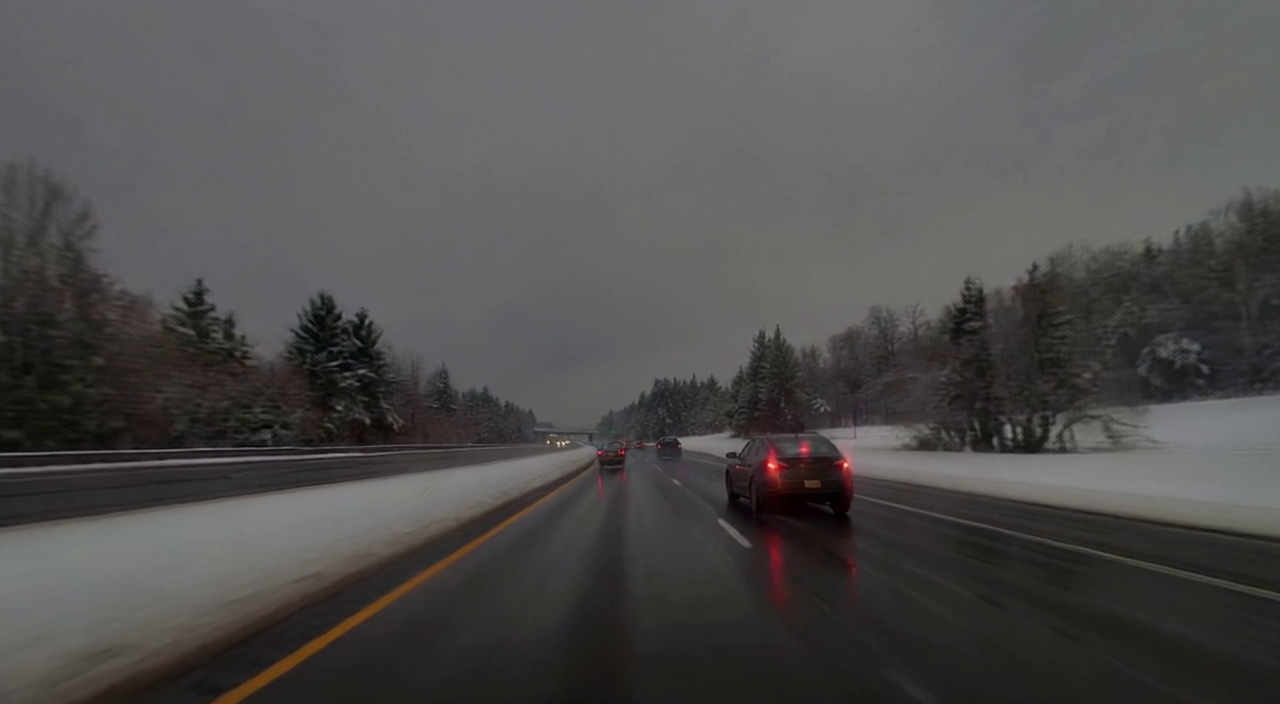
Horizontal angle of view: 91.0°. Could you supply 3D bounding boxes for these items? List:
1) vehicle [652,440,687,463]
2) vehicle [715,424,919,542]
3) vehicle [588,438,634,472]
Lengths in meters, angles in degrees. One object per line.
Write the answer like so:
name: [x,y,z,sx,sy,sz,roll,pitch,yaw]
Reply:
vehicle: [2.010,6.974,44.211,2.146,1.546,3.796,0,-8,-1]
vehicle: [2.710,2.137,11.101,2.055,1.566,5.046,0,-8,-1]
vehicle: [-1.468,5.154,31.716,2.178,1.559,4.254,0,-8,-3]
